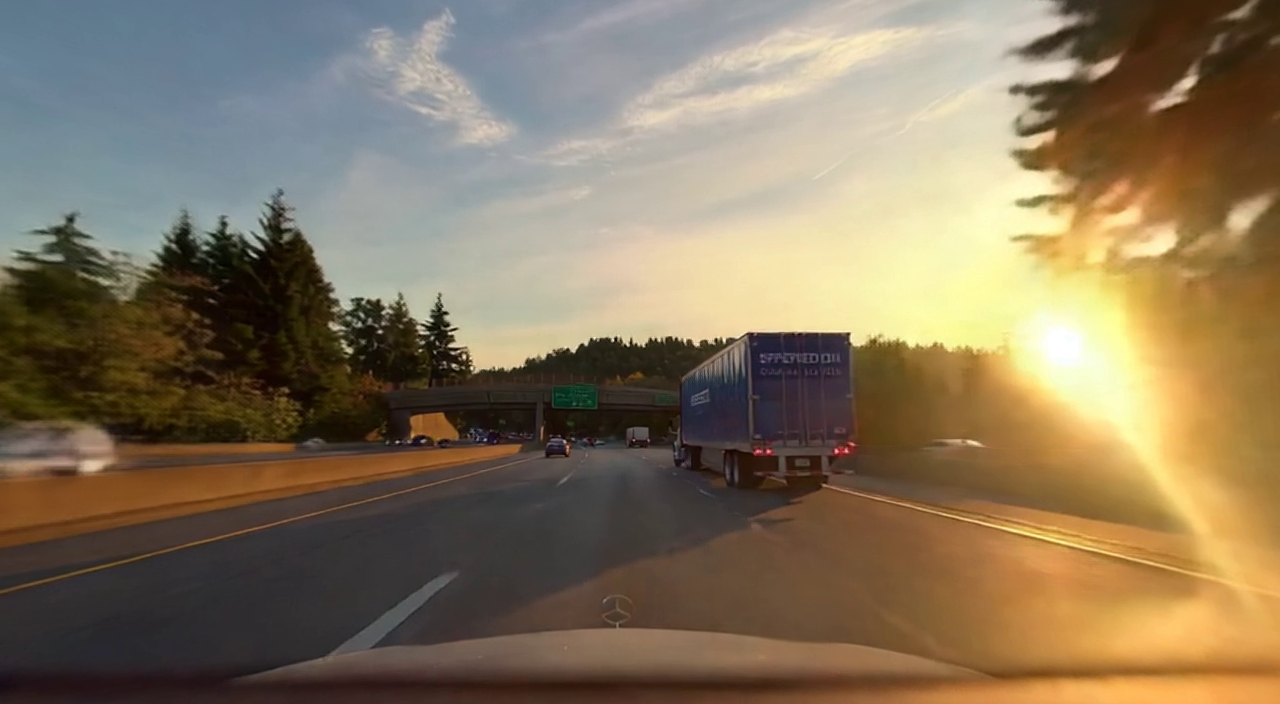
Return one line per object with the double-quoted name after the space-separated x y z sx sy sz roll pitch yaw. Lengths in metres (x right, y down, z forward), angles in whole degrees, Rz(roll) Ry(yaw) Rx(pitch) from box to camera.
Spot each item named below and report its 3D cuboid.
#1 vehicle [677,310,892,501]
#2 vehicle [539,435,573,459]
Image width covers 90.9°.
3.473 2.064 20.524 2.910 4.051 14.278 1 -8 -3 "vehicle"
-5.845 6.610 44.003 2.030 1.547 3.862 1 -8 -3 "vehicle"
